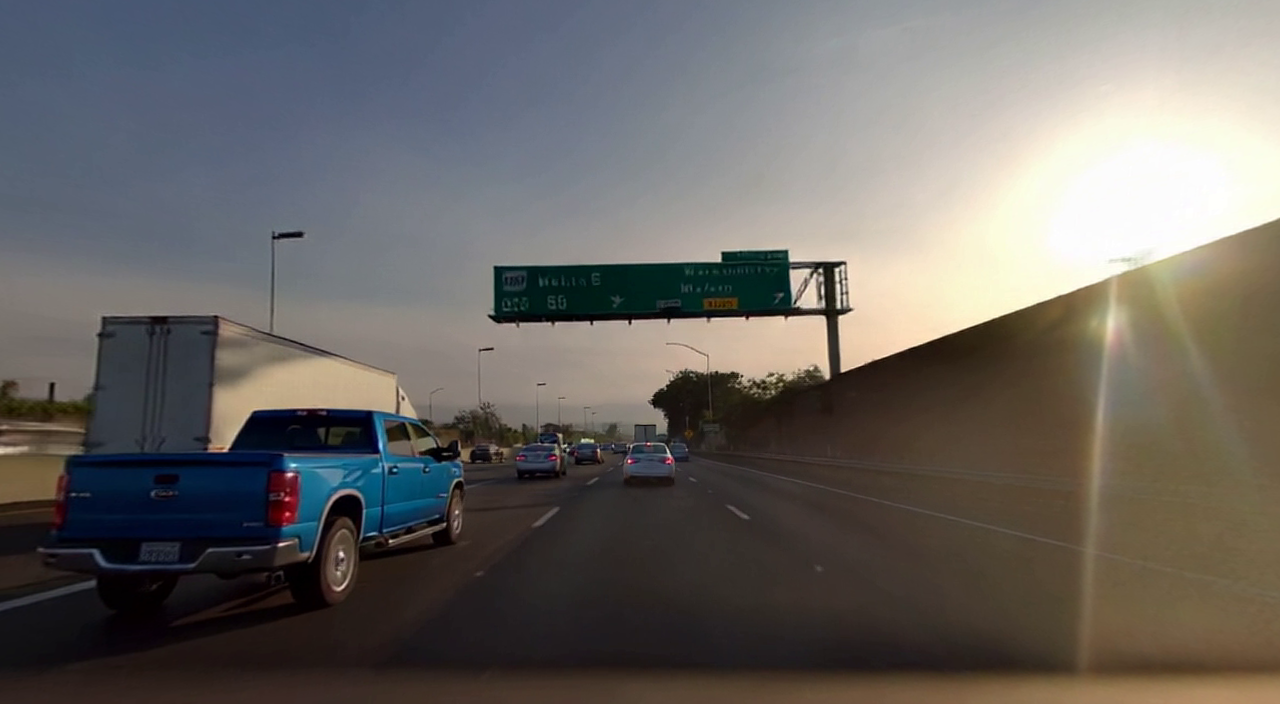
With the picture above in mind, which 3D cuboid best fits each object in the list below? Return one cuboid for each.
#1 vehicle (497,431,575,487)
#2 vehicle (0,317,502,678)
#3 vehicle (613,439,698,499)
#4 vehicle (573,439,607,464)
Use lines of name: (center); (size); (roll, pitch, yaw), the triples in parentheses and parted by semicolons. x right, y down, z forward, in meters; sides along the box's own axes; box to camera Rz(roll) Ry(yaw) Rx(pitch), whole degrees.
vehicle: (-3.494, 3.671, 21.960); (1.903, 1.721, 4.210); (0, -8, 1)
vehicle: (-3.330, 1.248, 6.640); (2.269, 2.060, 5.933); (0, -8, 1)
vehicle: (0.366, 3.119, 17.256); (2.054, 1.421, 4.090); (0, -8, 0)
vehicle: (-3.362, 6.774, 43.011); (1.897, 1.646, 4.049); (0, -8, 1)
